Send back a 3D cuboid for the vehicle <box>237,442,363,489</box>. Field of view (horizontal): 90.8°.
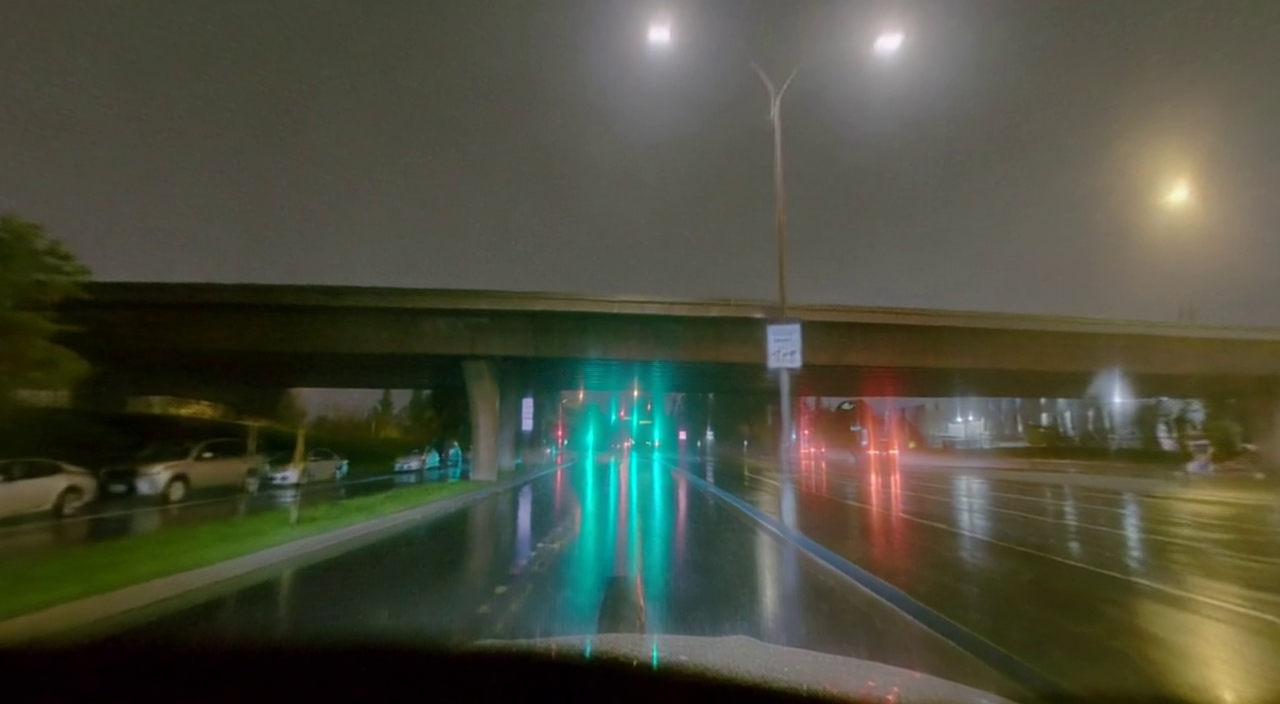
[{"bbox_3d":[-12.864,4.278,24.358,2.074,1.529,5.079,1,-8,-1],"label":"vehicle"}]

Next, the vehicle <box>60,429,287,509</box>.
[{"bbox_3d":[-12.860,3.227,18.094,2.064,1.809,5.545,3,-8,2],"label":"vehicle"}]

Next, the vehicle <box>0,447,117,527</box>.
[{"bbox_3d":[-13.215,2.601,12.188,2.156,1.489,4.758,0,-8,0],"label":"vehicle"}]

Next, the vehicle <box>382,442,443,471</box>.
[{"bbox_3d":[-12.881,5.916,36.065,1.907,1.553,4.683,0,-8,-2],"label":"vehicle"}]
